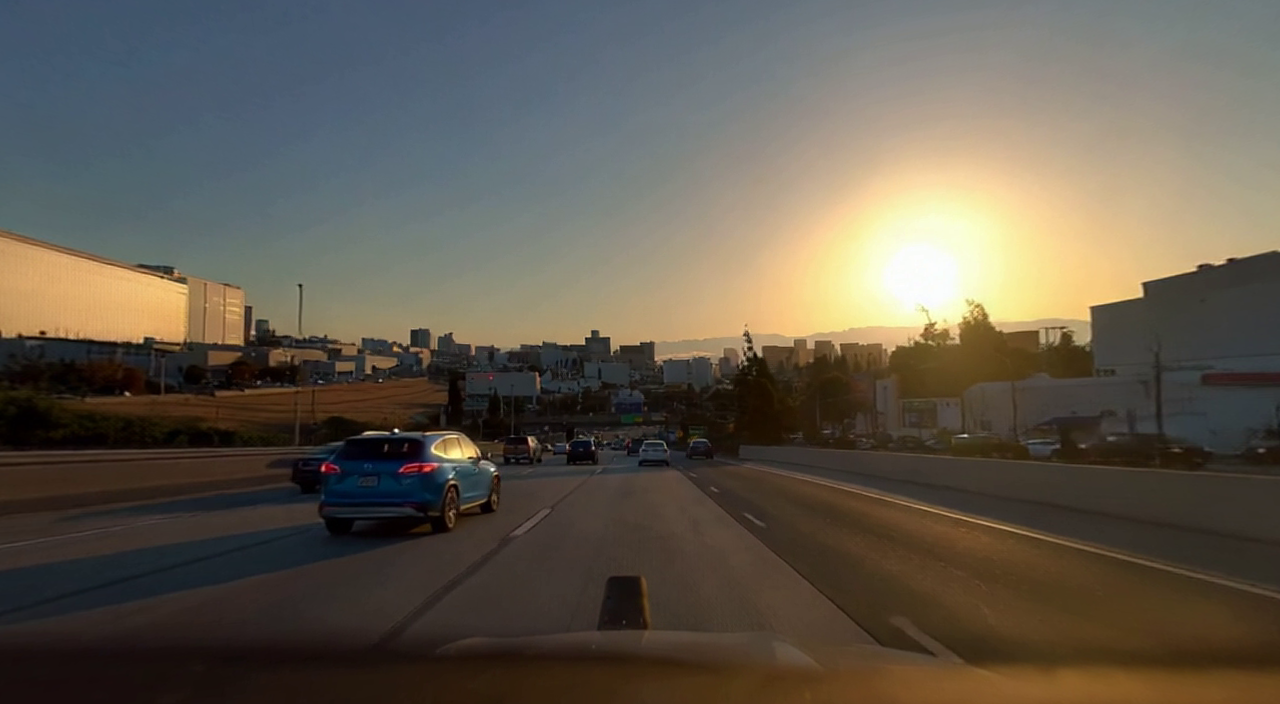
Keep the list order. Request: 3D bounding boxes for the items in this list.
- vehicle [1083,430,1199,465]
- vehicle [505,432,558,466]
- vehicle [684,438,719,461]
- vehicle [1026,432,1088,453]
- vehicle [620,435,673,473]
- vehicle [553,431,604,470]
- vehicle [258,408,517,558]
[{"bbox_3d":[23.198,4.441,29.438,1.854,1.463,4.371,0,-8,1],"label":"vehicle"},{"bbox_3d":[-6.193,5.616,36.534,2.125,1.804,4.864,0,-8,1],"label":"vehicle"},{"bbox_3d":[4.263,6.808,44.257,1.980,1.492,4.442,0,-8,-1],"label":"vehicle"},{"bbox_3d":[30.028,6.556,45.567,1.743,1.467,4.058,0,-8,2],"label":"vehicle"},{"bbox_3d":[0.271,4.340,26.970,2.090,1.474,3.970,0,-8,0],"label":"vehicle"},{"bbox_3d":[-2.902,4.796,30.846,2.007,1.730,4.412,0,-8,1],"label":"vehicle"},{"bbox_3d":[-3.311,1.819,9.442,1.961,1.687,4.453,0,-8,1],"label":"vehicle"}]
